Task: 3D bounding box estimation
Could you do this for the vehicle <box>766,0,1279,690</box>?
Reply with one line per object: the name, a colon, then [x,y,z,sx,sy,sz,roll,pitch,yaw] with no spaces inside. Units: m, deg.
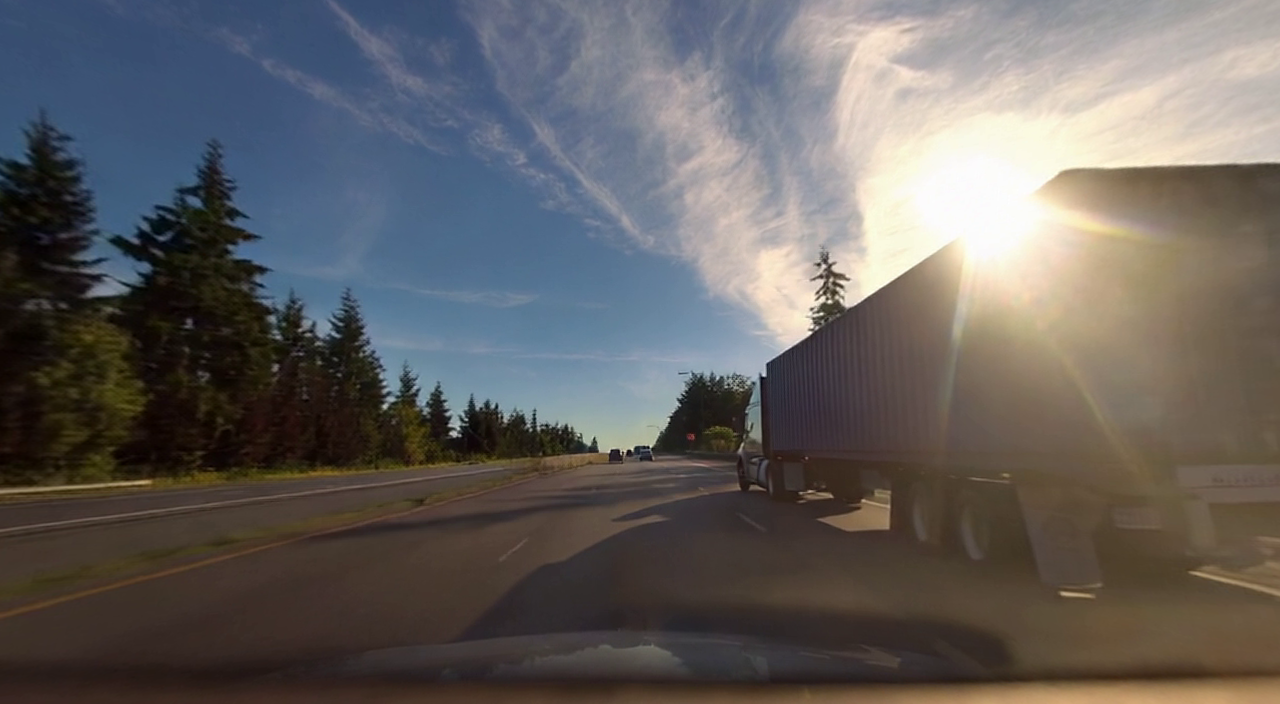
vehicle: [4.716,0.720,9.526,2.821,4.046,12.876,0,-9,-1]
